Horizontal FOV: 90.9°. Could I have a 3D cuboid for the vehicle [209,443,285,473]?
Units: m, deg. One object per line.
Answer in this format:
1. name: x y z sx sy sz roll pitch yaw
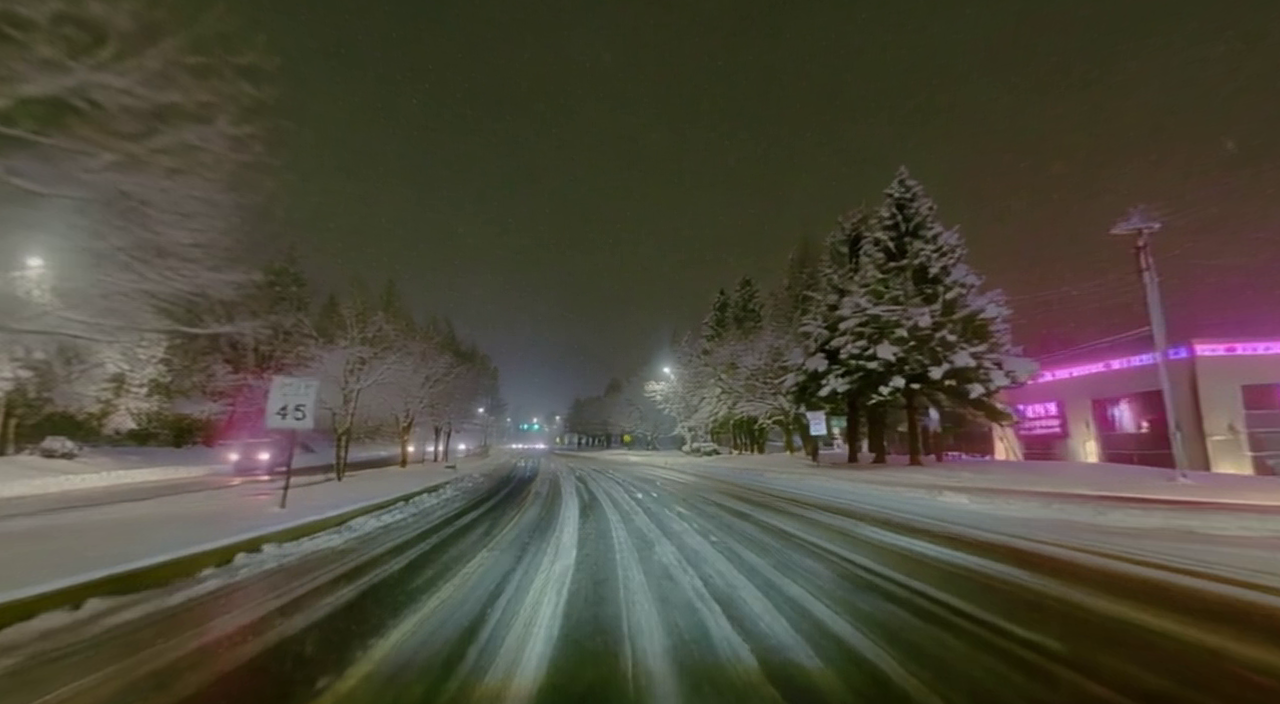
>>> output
1. vehicle: -22.695 6.111 36.639 1.954 1.577 4.590 1 -9 -8
